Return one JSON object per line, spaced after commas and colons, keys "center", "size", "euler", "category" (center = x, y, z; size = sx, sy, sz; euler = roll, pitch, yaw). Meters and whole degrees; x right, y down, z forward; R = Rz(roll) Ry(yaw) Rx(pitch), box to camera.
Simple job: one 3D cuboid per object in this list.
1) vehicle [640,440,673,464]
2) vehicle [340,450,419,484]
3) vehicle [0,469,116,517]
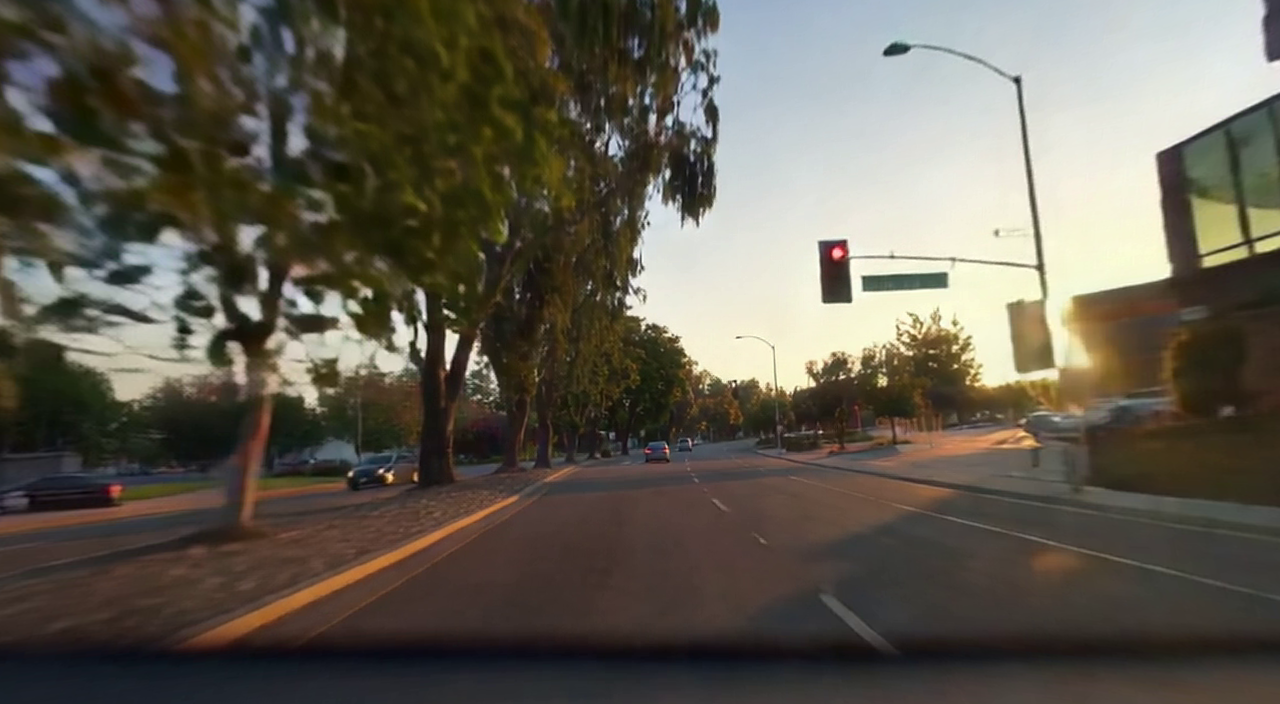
{"center": [1.190, 6.894, 43.717], "size": [2.037, 1.568, 3.693], "euler": [-1, -8, 4], "category": "vehicle"}
{"center": [-15.659, 6.917, 38.362], "size": [2.292, 1.843, 5.642], "euler": [-1, -8, 1], "category": "vehicle"}
{"center": [-25.530, 6.054, 27.350], "size": [1.956, 1.637, 4.323], "euler": [-4, -8, 1], "category": "vehicle"}
